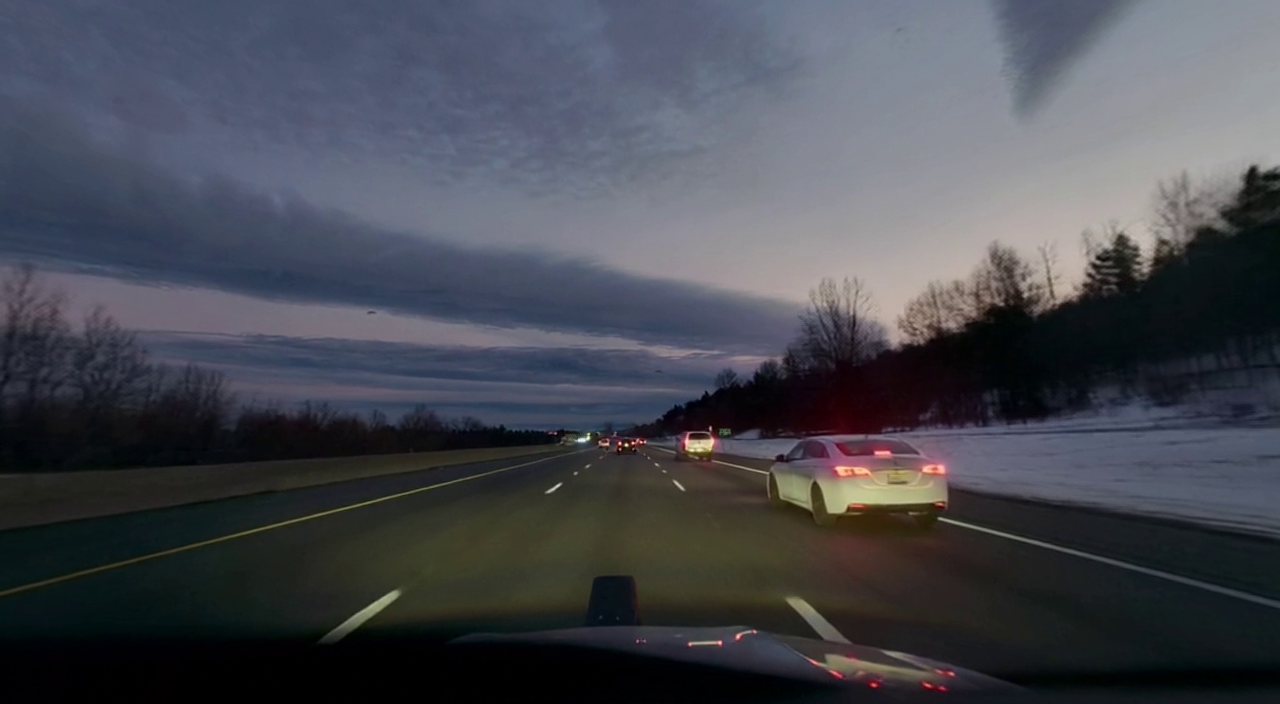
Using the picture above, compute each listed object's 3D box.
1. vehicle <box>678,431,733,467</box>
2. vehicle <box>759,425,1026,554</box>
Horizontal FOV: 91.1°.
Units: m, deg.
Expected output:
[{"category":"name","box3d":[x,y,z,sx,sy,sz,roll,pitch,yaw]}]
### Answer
[{"category":"vehicle","box3d":[3.176,4.786,31.319,2.098,1.677,4.275,0,-8,-2]},{"category":"vehicle","box3d":[3.401,1.922,9.710,2.056,1.479,4.660,0,-8,-2]}]
